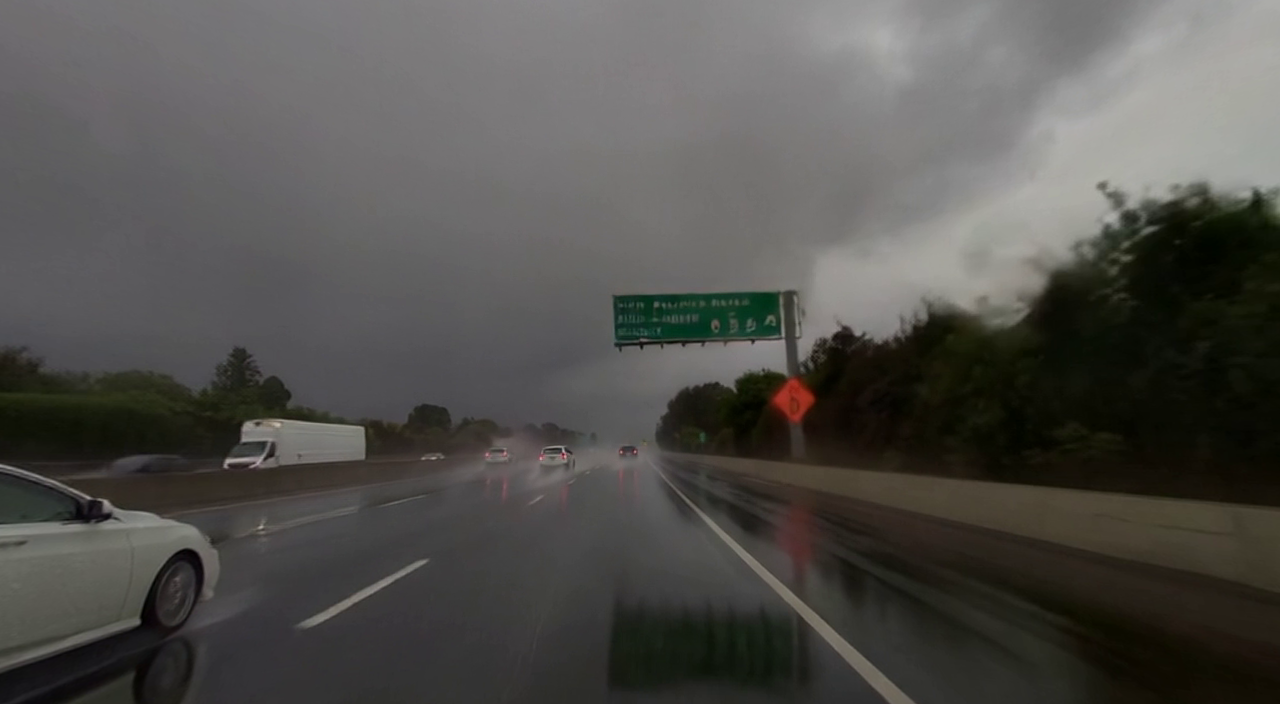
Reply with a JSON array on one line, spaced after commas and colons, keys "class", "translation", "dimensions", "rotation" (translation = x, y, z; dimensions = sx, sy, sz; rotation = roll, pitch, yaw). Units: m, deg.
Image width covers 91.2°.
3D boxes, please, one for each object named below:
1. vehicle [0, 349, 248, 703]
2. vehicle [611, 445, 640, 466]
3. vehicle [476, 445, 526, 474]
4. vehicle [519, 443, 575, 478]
[{"class": "vehicle", "translation": [-4.078, 0.819, 2.506], "dimensions": [2.074, 1.779, 4.588], "rotation": [0, -9, -1]}, {"class": "vehicle", "translation": [-1.039, 7.576, 45.914], "dimensions": [2.023, 1.479, 3.718], "rotation": [0, -9, -1]}, {"class": "vehicle", "translation": [-7.851, 6.071, 35.644], "dimensions": [1.936, 1.516, 3.904], "rotation": [0, -9, 0]}, {"class": "vehicle", "translation": [-4.233, 5.025, 29.167], "dimensions": [1.988, 1.477, 4.118], "rotation": [0, -9, 0]}]
